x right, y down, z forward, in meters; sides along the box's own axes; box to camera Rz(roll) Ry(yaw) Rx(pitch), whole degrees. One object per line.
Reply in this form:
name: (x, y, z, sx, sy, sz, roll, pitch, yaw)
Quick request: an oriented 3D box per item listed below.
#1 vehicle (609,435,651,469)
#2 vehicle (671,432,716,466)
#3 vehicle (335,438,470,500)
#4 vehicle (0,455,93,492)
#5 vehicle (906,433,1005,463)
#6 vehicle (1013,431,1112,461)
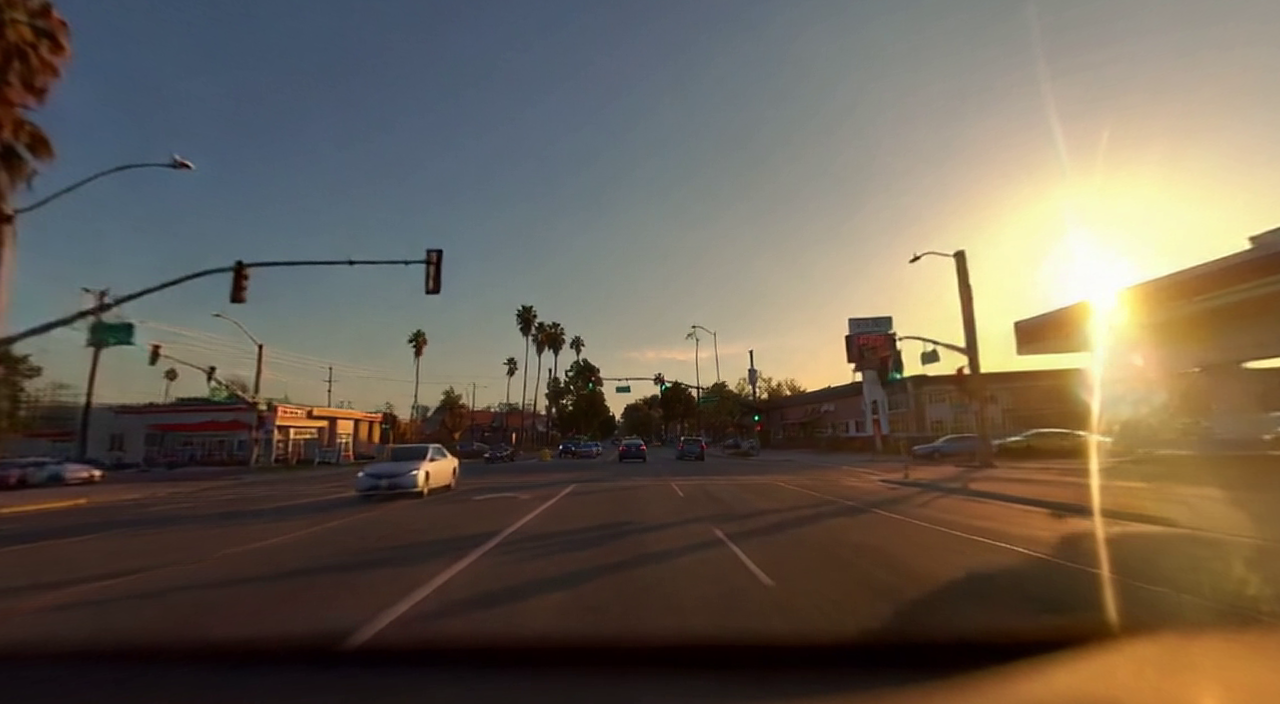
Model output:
vehicle: (-0.528, 5.513, 35.071, 2.177, 1.754, 3.815, 0, -8, -1)
vehicle: (3.161, 5.952, 38.820, 2.190, 1.913, 5.174, 0, -8, -1)
vehicle: (-6.319, 3.154, 17.509, 1.979, 1.480, 4.553, 0, -8, 0)
vehicle: (-28.251, 5.569, 28.922, 4.659, 1.475, 1.910, -2, -8, -2)
vehicle: (18.585, 5.652, 37.383, 4.685, 1.704, 2.118, 0, -8, -2)
vehicle: (24.966, 5.577, 37.502, 4.398, 1.700, 2.012, 0, -9, -3)
